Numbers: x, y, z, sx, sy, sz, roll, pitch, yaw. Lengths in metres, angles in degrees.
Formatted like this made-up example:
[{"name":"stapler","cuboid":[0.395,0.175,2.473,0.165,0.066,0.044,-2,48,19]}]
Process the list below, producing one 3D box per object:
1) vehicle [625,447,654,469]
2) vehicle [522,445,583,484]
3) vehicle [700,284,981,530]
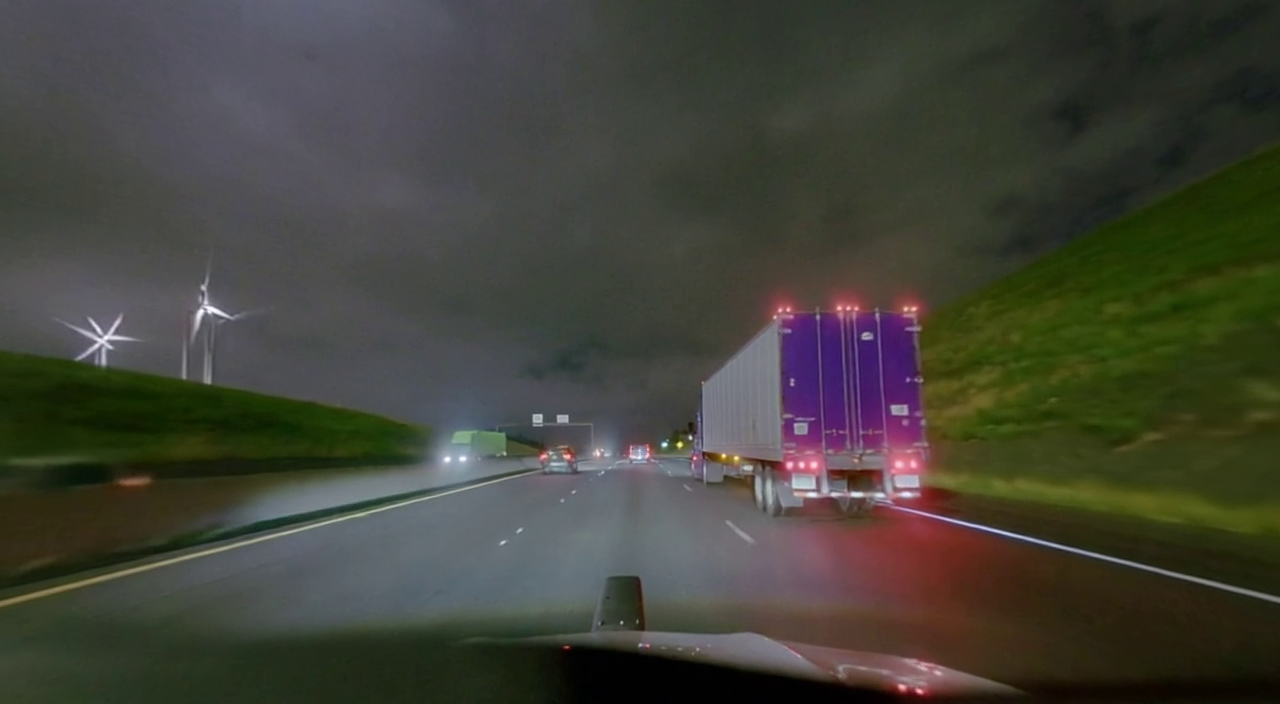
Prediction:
[{"name":"vehicle","cuboid":[-0.065,7.204,42.993,1.931,1.453,3.695,0,-9,-1]},{"name":"vehicle","cuboid":[-3.592,4.687,26.603,1.952,1.521,4.095,0,-9,0]},{"name":"vehicle","cuboid":[3.834,1.859,16.944,2.947,3.989,13.568,0,-9,-1]}]
